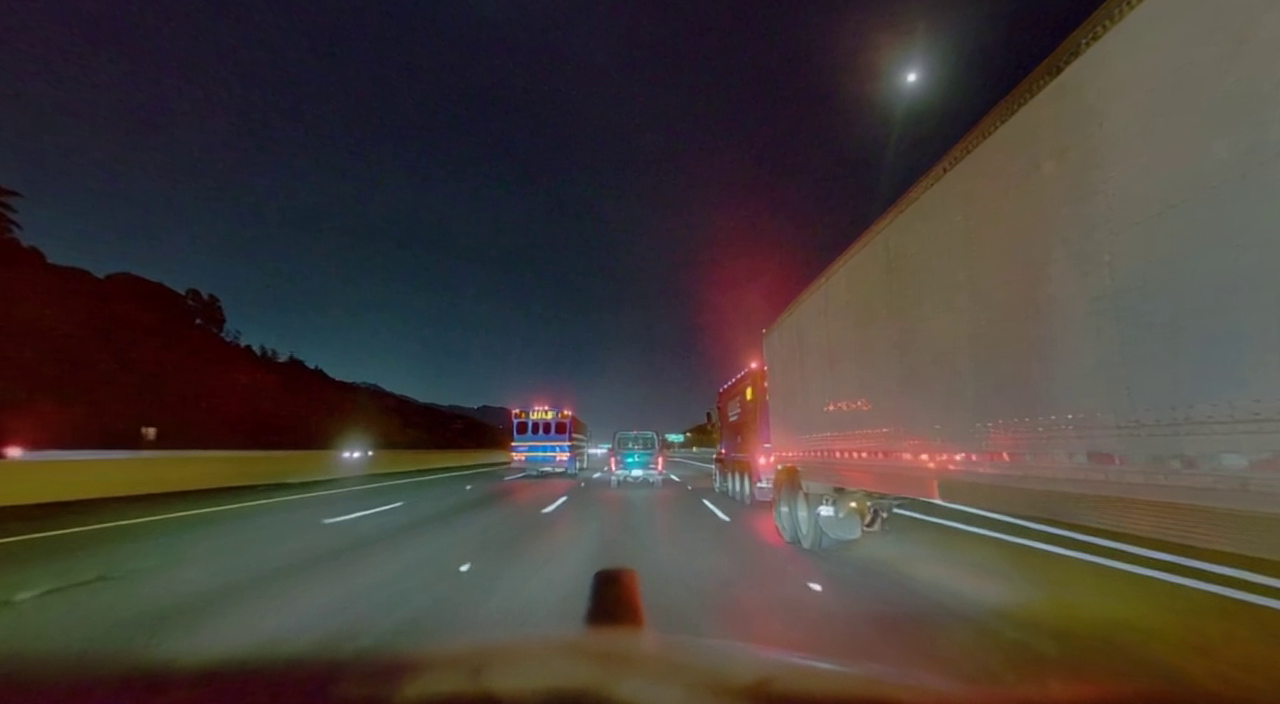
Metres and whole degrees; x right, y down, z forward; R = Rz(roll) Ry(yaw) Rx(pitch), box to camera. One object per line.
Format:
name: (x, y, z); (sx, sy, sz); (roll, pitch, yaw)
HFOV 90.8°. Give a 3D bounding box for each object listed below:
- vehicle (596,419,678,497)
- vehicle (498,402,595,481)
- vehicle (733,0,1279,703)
vehicle: (-0.152, 2.980, 18.018); (2.037, 1.929, 4.343); (0, -8, -2)
vehicle: (-3.872, 4.033, 28.302); (2.947, 3.009, 7.991); (0, -8, 1)
vehicle: (3.942, 0.576, 9.279); (3.006, 4.101, 13.245); (0, -8, -1)
